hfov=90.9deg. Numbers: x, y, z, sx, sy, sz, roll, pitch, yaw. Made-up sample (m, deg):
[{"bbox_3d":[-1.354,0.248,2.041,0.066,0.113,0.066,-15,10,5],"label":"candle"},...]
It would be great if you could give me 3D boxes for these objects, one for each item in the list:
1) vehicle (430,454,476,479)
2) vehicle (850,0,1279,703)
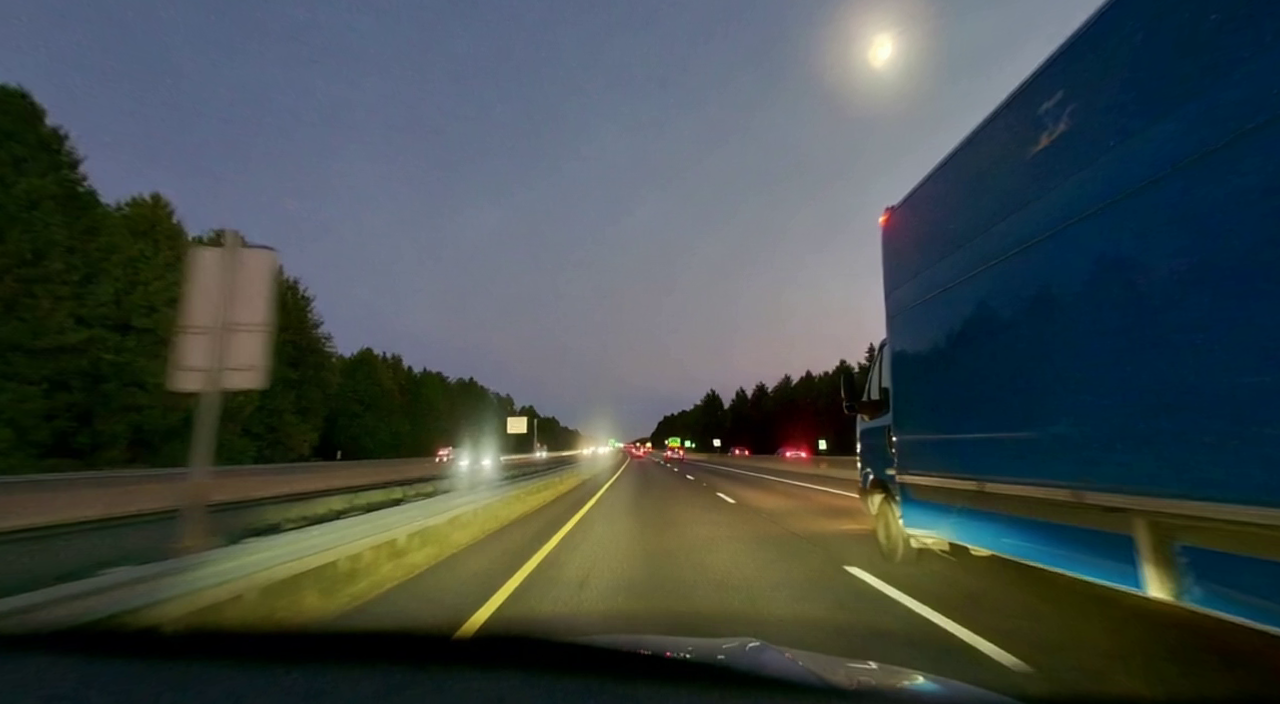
[{"bbox_3d":[-12.488,7.644,42.360,1.838,1.582,3.879,0,-9,0],"label":"vehicle"},{"bbox_3d":[4.076,0.086,4.343,3.012,3.933,6.192,0,-9,0],"label":"vehicle"}]
